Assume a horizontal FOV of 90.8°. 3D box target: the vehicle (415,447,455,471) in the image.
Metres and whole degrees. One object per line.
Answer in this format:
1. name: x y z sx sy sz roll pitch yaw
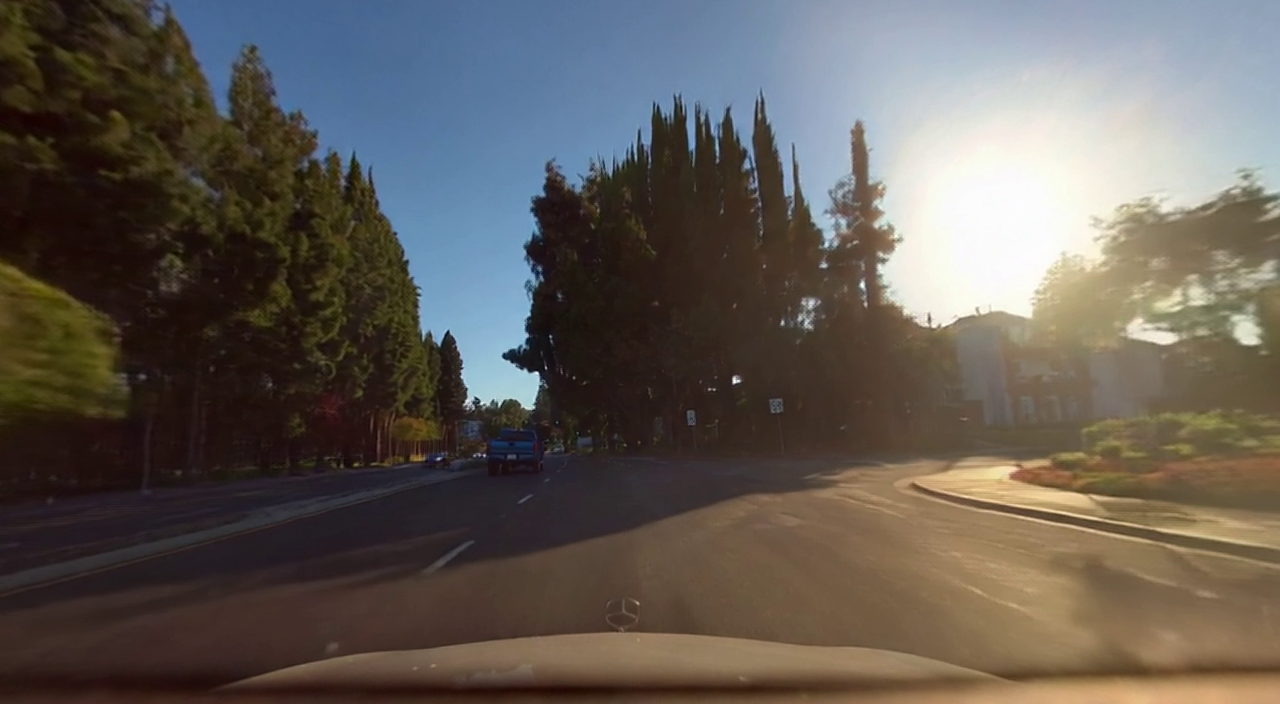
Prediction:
1. vehicle: -14.595 7.621 45.211 1.883 1.632 4.024 1 -8 -6

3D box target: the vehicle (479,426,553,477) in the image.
1. vehicle: -4.999 4.141 26.513 2.267 1.849 6.402 0 -8 -4
